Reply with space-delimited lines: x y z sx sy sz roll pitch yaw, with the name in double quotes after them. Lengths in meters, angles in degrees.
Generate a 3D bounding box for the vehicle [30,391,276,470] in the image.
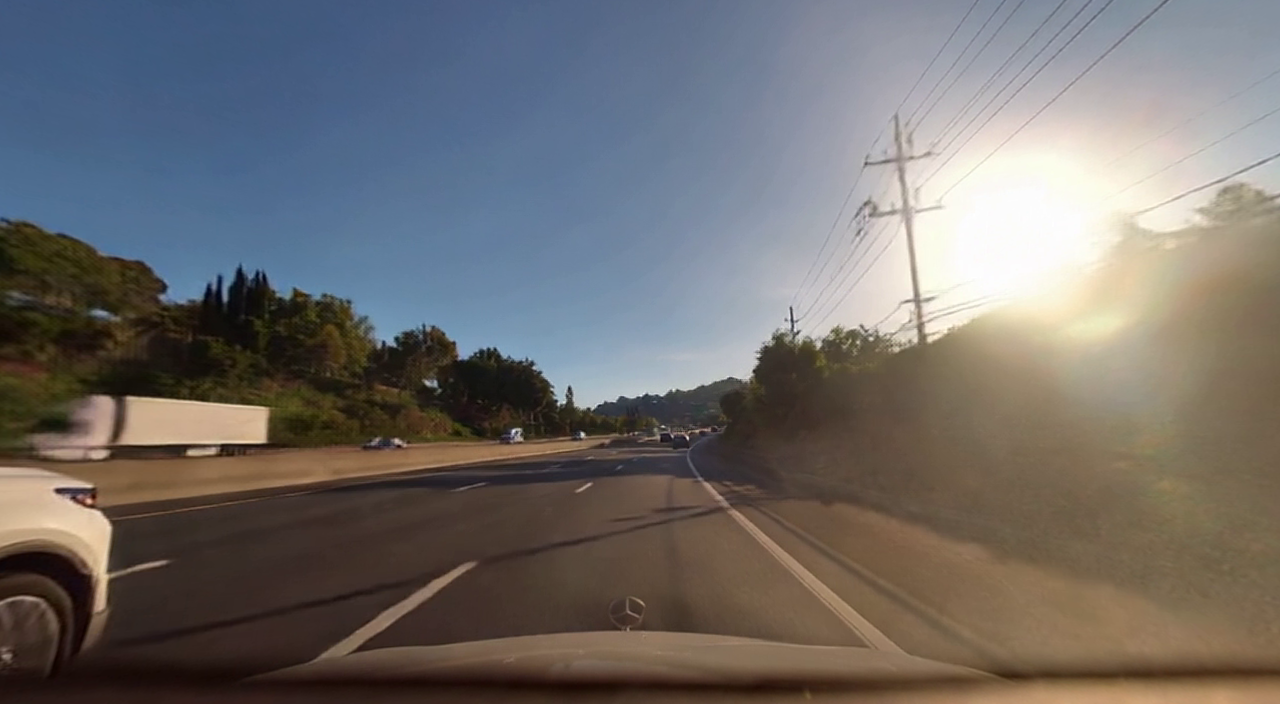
-28.733 5.017 39.045 3.156 3.925 14.556 -1 -8 2 "vehicle"

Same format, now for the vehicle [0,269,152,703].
-3.590 0.403 0.613 2.136 1.975 5.037 0 -8 0 "vehicle"
